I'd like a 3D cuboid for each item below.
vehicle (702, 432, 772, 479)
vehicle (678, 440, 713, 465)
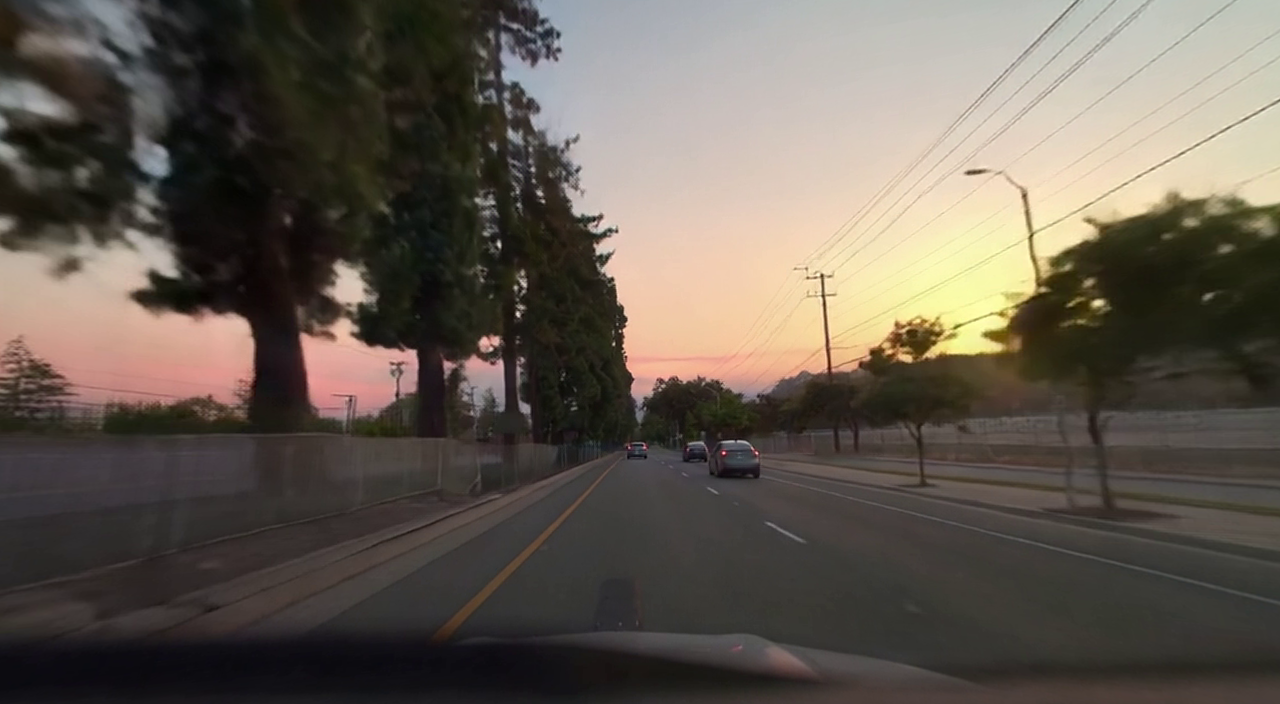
[{"bbox_3d":[4.019,4.388,26.986,2.112,1.825,4.574,0,-8,-2],"label":"vehicle"},{"bbox_3d":[3.800,7.021,44.118,2.012,1.653,4.115,0,-8,-1],"label":"vehicle"}]
